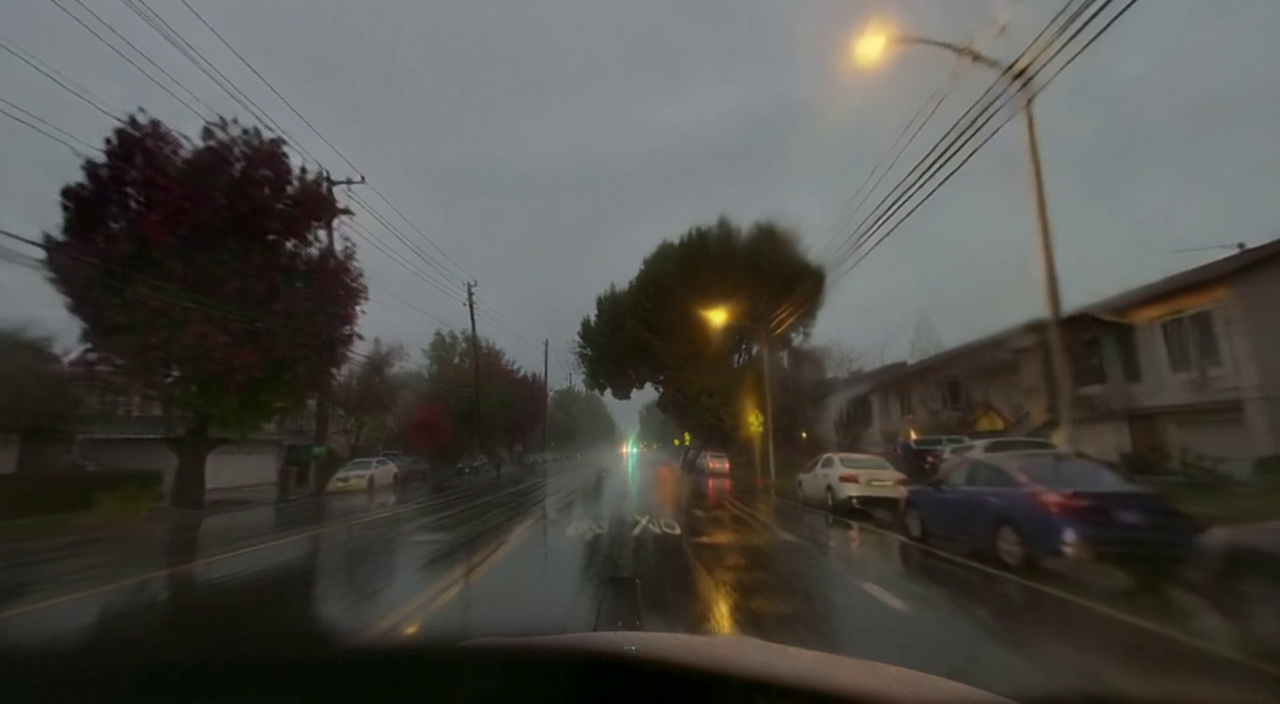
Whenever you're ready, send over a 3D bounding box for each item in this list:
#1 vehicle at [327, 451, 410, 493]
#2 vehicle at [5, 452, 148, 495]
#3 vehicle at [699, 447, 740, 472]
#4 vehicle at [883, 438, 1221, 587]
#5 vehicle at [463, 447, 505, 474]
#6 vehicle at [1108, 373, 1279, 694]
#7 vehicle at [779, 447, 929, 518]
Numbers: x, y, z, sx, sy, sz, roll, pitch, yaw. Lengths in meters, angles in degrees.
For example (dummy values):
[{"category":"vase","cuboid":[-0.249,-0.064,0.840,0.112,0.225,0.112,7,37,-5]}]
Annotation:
[{"category":"vehicle","cuboid":[-12.400,5.473,29.093,1.999,1.650,4.381,-3,-9,-1]},{"category":"vehicle","cuboid":[-22.184,4.776,24.904,3.745,1.598,1.927,0,-9,-1]},{"category":"vehicle","cuboid":[4.938,6.740,39.673,1.924,1.471,4.259,0,-9,-2]},{"category":"vehicle","cuboid":[5.232,2.040,8.888,1.879,1.561,4.224,0,-9,0]},{"category":"vehicle","cuboid":[-12.235,8.489,49.605,2.116,1.875,4.675,-3,-9,0]},{"category":"vehicle","cuboid":[4.953,0.940,2.730,2.123,1.928,4.752,0,-9,0]},{"category":"vehicle","cuboid":[5.026,3.093,15.563,2.022,1.464,4.462,0,-9,-2]}]
